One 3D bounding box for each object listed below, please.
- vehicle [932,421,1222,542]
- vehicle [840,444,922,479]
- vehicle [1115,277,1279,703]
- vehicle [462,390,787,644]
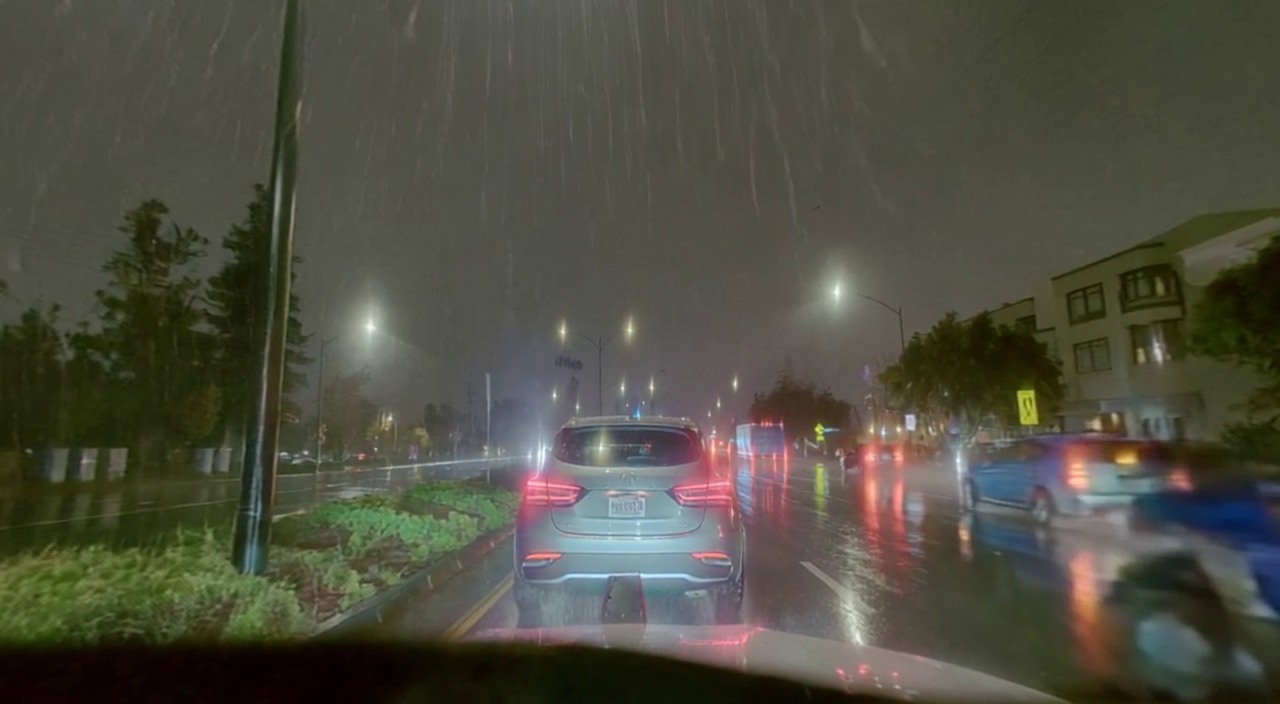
[{"bbox_3d":[7.193,2.148,11.069,2.024,1.707,4.248,0,-8,0],"label":"vehicle"},{"bbox_3d":[11.121,5.053,29.316,1.998,1.527,4.489,0,-8,0],"label":"vehicle"},{"bbox_3d":[3.571,0.401,0.342,2.388,1.932,5.410,0,-8,0],"label":"vehicle"},{"bbox_3d":[-0.150,1.405,6.330,2.172,1.694,4.055,0,-8,-1],"label":"vehicle"}]
